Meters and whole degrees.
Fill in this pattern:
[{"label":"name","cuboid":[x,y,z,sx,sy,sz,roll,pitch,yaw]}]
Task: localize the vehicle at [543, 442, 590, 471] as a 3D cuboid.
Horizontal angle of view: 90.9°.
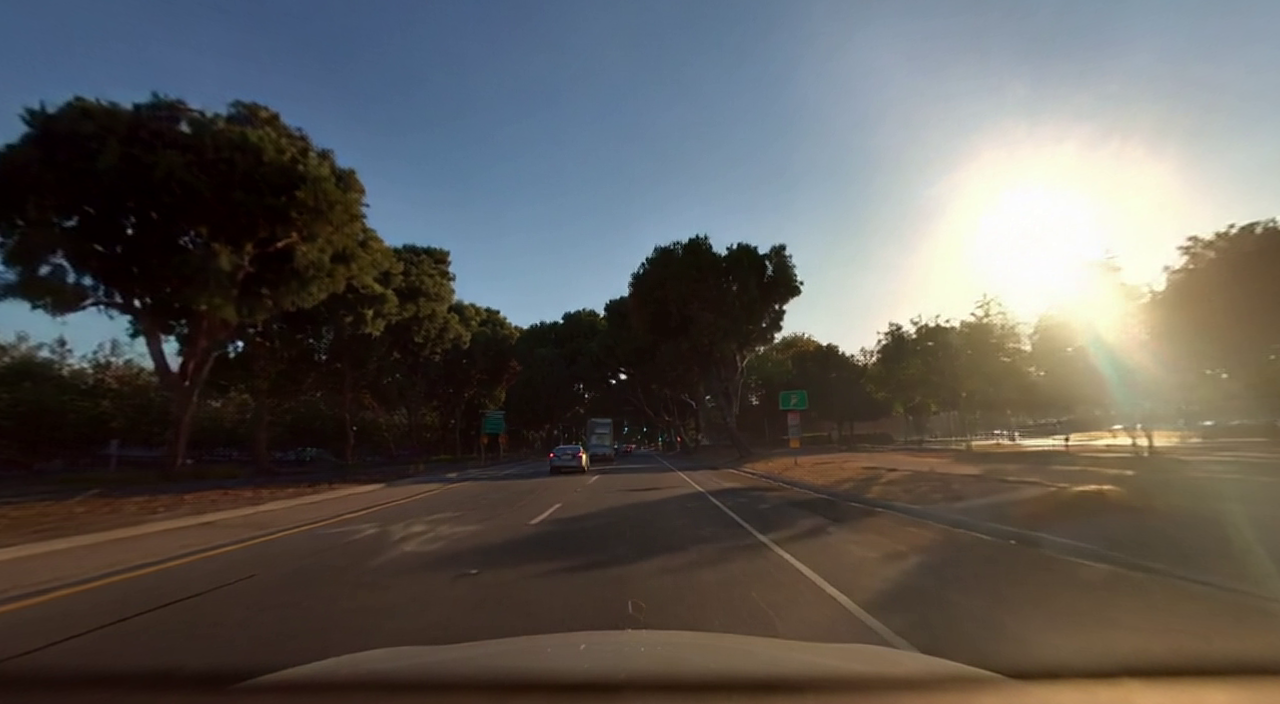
[{"label":"vehicle","cuboid":[-3.943,5.687,34.569,2.005,1.462,4.345,0,-8,1]}]
